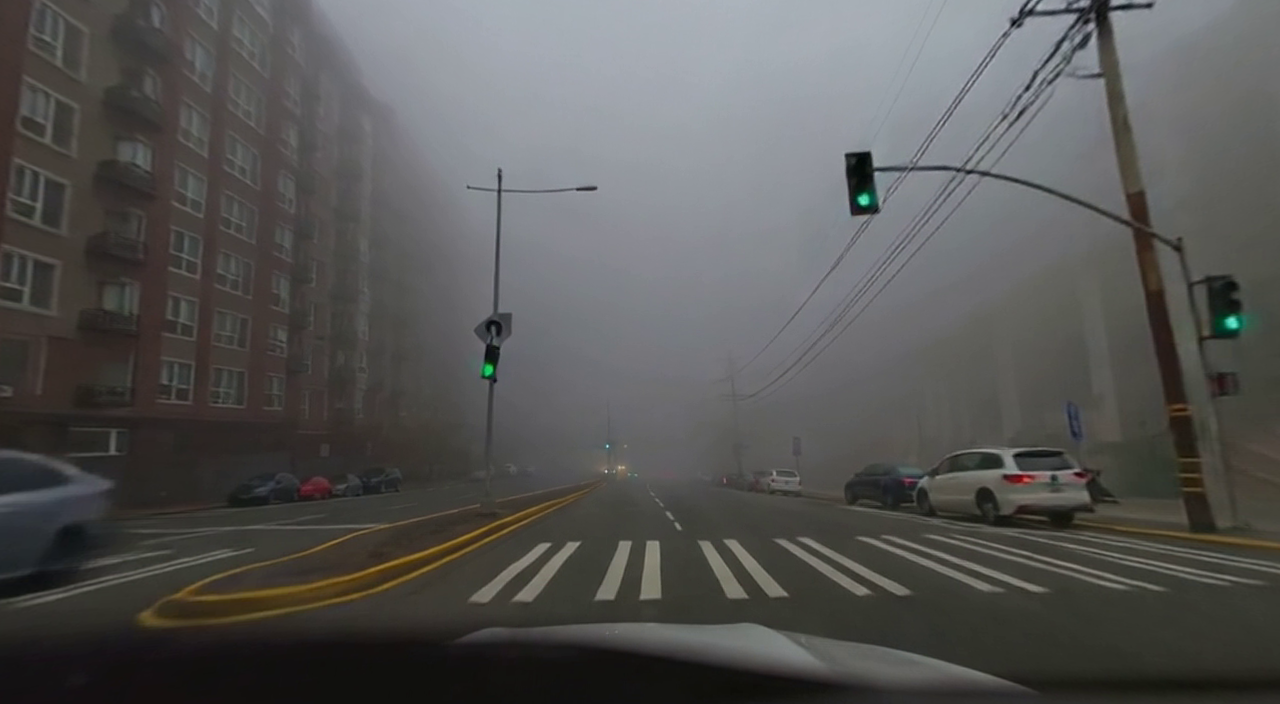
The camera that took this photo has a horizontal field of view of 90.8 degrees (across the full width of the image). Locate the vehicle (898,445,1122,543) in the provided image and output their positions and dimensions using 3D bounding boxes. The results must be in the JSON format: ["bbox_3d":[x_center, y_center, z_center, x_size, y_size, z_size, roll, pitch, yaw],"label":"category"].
[{"bbox_3d":[7.514,2.869,13.532,1.996,1.704,4.490,0,-9,-1],"label":"vehicle"}]

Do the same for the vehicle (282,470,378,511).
[{"bbox_3d":[-14.891,6.677,30.732,2.124,1.626,4.908,0,-9,0],"label":"vehicle"}]

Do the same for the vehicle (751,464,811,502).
[{"bbox_3d":[7.447,6.959,33.914,2.143,1.731,4.781,0,-9,0],"label":"vehicle"}]

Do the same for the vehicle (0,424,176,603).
[{"bbox_3d":[-6.917,1.468,5.720,2.180,1.608,4.321,0,-9,-1],"label":"vehicle"}]

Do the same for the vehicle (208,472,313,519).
[{"bbox_3d":[-14.759,5.579,24.859,1.879,1.507,3.745,0,-9,-2],"label":"vehicle"}]

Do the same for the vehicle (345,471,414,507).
[{"bbox_3d":[-14.739,7.733,36.071,2.107,1.771,4.871,0,-10,-4],"label":"vehicle"}]
